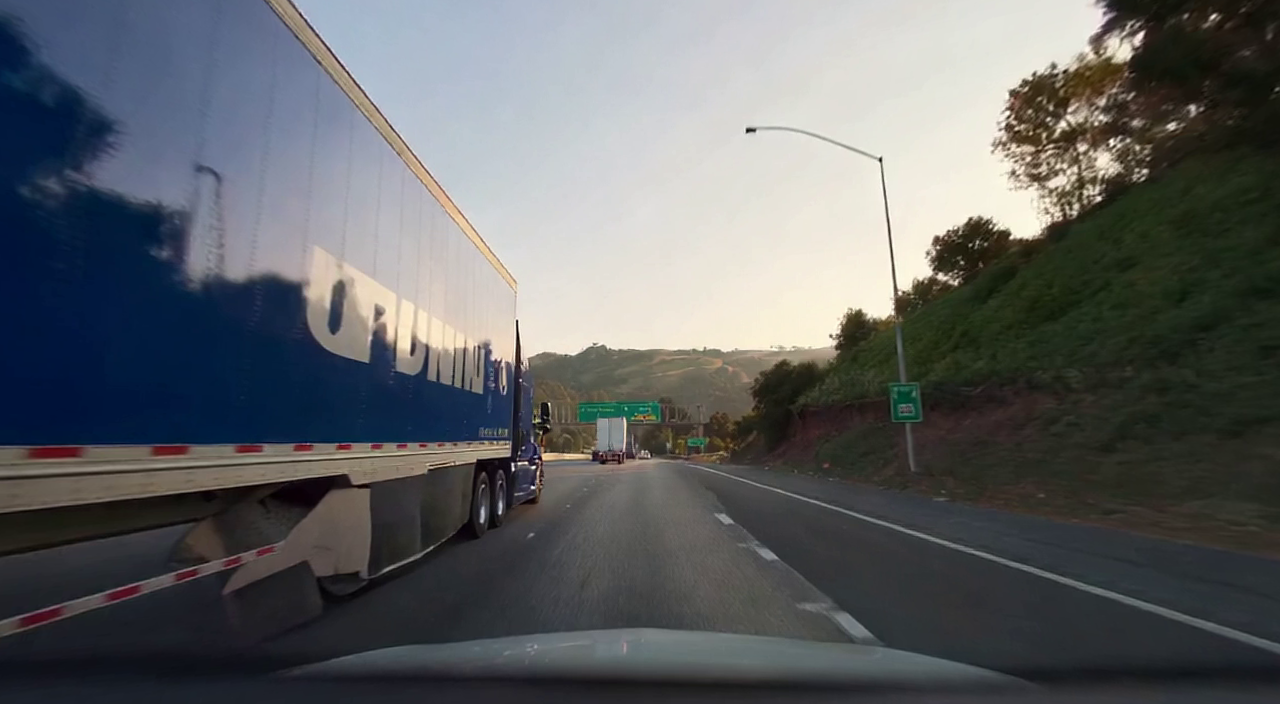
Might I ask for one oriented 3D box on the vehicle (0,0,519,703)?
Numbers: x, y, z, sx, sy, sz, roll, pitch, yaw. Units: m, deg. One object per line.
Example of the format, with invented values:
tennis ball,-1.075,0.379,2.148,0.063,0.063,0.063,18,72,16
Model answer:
vehicle,-3.477,-0.042,3.283,2.963,4.128,13.357,0,-8,0
